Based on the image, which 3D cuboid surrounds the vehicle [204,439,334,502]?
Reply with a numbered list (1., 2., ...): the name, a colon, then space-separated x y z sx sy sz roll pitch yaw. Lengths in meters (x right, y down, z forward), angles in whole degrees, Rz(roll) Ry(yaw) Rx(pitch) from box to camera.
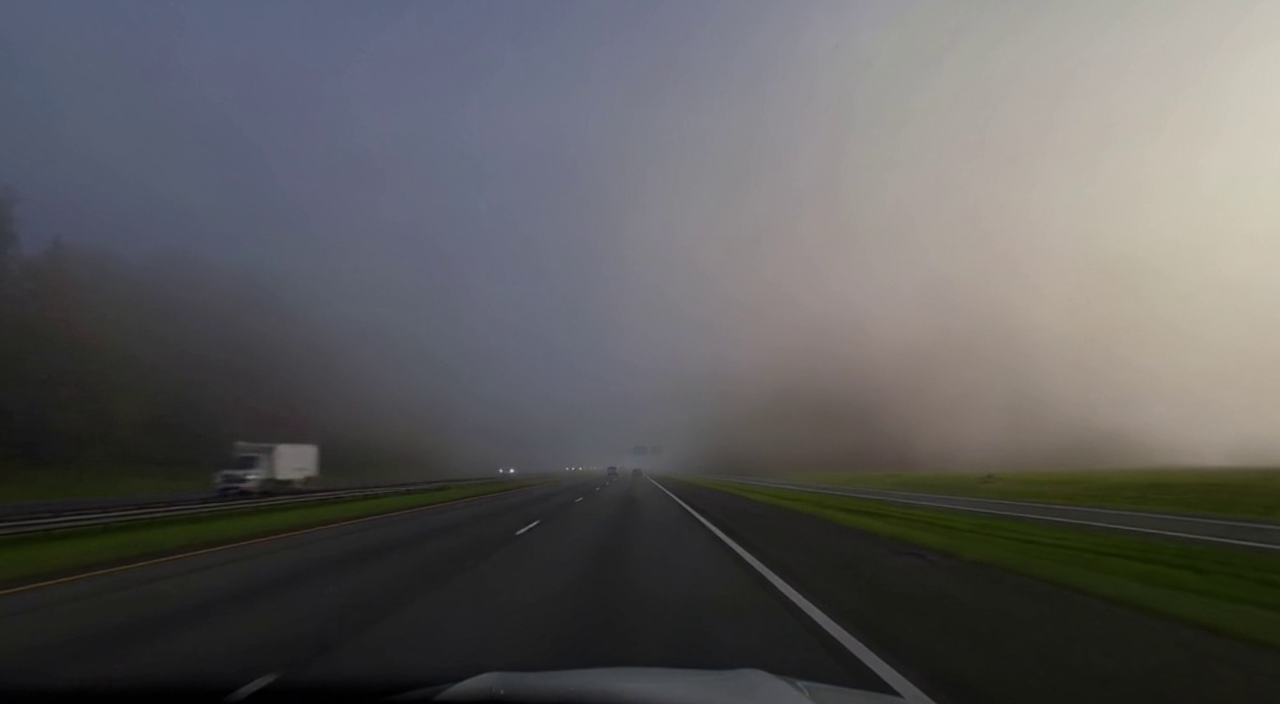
1. vehicle: -16.309 5.270 28.181 2.254 2.457 5.635 1 -10 0
